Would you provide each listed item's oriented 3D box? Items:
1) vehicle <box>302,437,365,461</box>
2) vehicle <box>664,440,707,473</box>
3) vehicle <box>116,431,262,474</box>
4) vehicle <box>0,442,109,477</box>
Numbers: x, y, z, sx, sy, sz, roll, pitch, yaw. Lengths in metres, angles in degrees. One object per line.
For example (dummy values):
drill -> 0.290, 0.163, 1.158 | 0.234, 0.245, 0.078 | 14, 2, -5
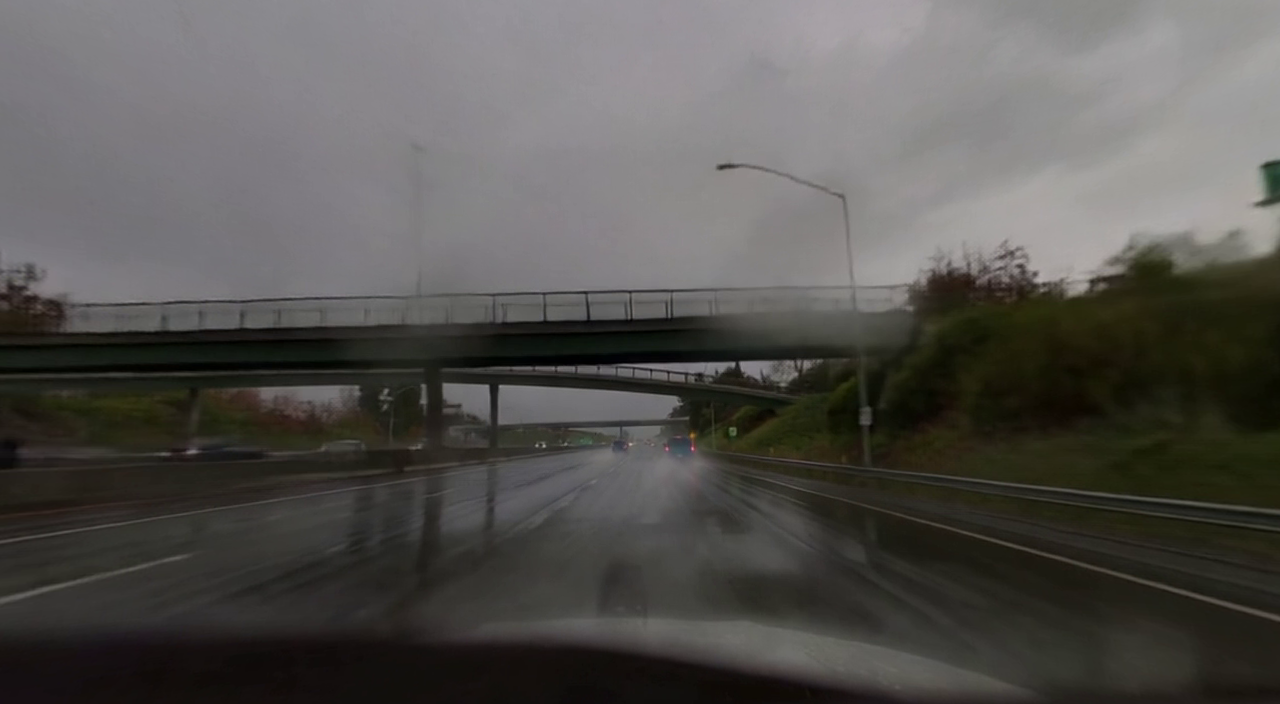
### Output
vehicle -> -23.247, 7.380, 48.099 | 2.123, 1.721, 5.137 | 0, -8, 1
vehicle -> 2.344, 5.588, 33.993 | 2.010, 1.637, 4.940 | 0, -8, 1
vehicle -> -19.869, 4.468, 28.253 | 2.203, 1.733, 5.705 | 0, -8, 1
vehicle -> -27.148, 4.843, 28.729 | 1.837, 1.452, 4.655 | 0, -8, 1
